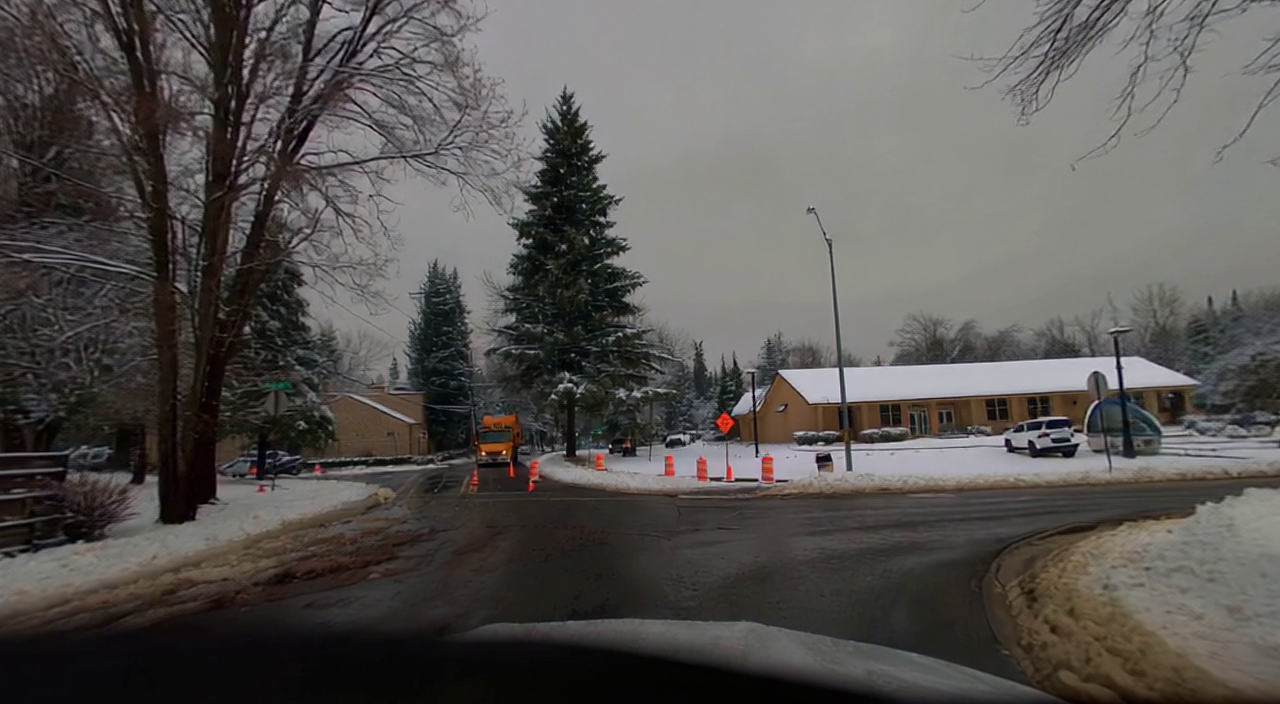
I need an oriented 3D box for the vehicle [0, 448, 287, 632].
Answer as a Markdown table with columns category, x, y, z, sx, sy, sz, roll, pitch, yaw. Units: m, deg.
| category | x | y | z | sx | sy | sz | roll | pitch | yaw |
| --- | --- | --- | --- | --- | --- | --- | --- | --- | --- |
| vehicle | -7.602 | 2.001 | 7.463 | 2.961 | 1.701 | 7.563 | 1 | -9 | -4 |
